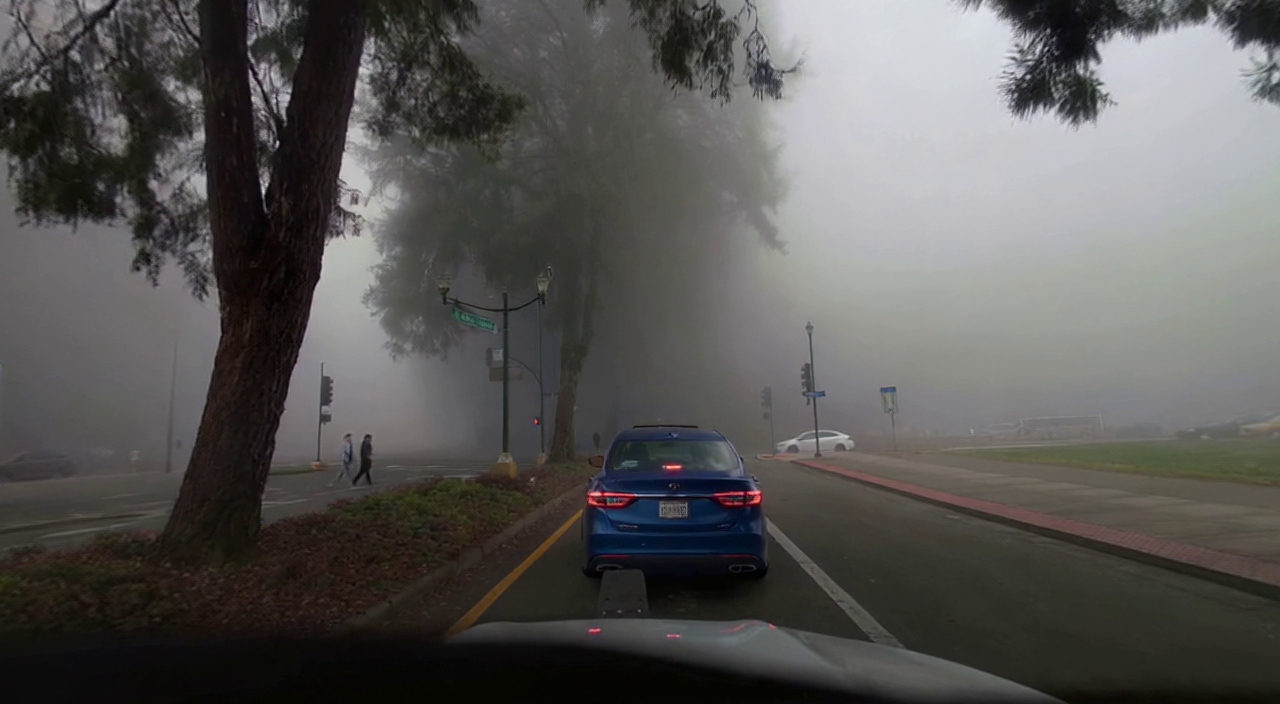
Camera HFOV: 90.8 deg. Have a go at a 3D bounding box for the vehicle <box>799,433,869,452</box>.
[{"bbox_3d":[15.091,7.069,49.329,4.830,1.461,1.883,0,-8,2],"label":"vehicle"}]

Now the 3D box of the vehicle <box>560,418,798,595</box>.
[{"bbox_3d":[0.370,1.615,7.393,2.035,1.499,3.799,0,-8,1],"label":"vehicle"}]
